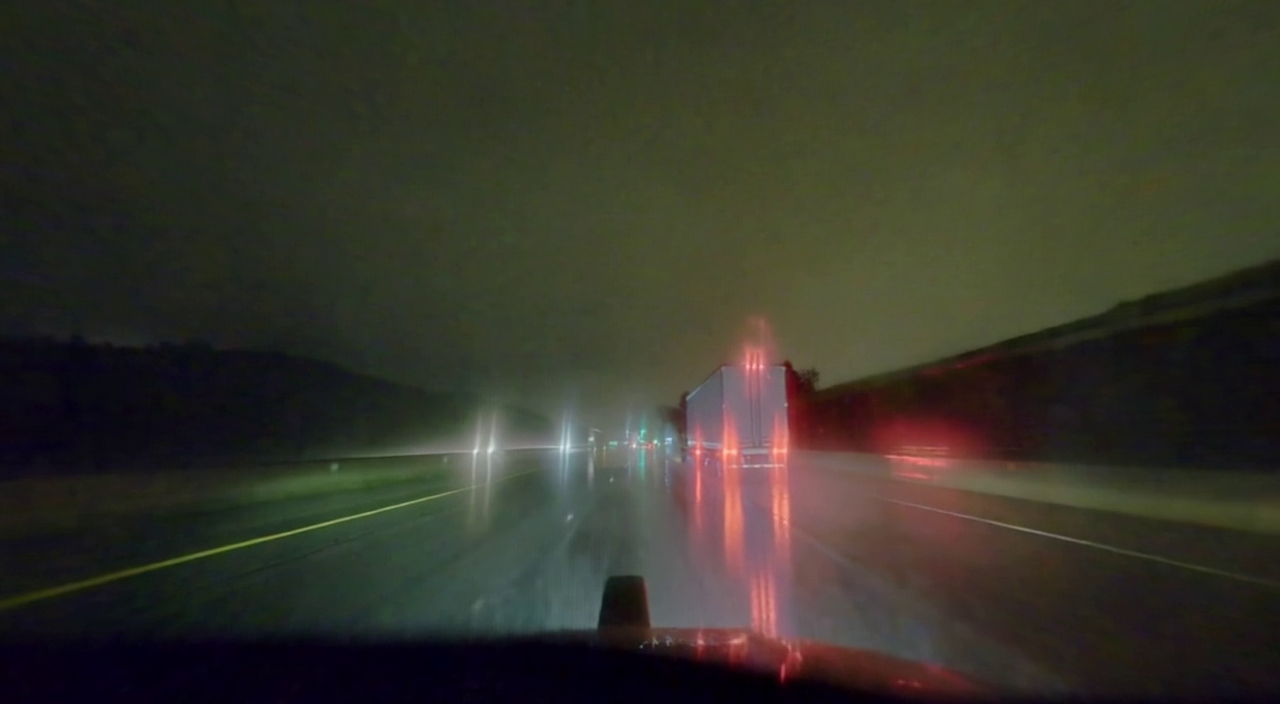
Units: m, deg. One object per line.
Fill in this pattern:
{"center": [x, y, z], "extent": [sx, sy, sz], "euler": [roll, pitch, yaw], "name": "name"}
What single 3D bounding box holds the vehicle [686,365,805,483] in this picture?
{"center": [4.149, 3.527, 28.913], "extent": [2.933, 4.100, 14.317], "euler": [0, -8, 0], "name": "vehicle"}
